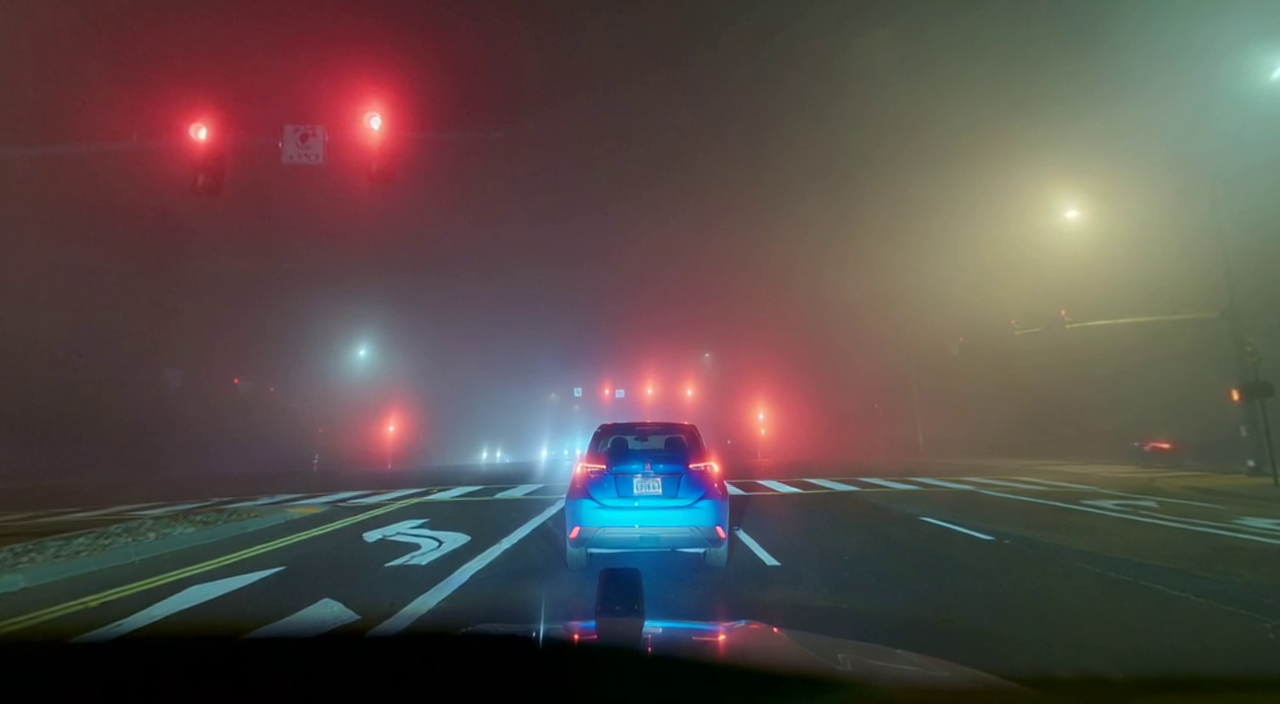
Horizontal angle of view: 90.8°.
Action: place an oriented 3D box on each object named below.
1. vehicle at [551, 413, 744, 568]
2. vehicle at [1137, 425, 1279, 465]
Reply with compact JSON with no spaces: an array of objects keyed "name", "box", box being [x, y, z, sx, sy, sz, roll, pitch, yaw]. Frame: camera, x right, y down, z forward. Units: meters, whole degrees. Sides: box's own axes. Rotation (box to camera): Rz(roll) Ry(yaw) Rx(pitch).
[{"name":"vehicle","box":[0.039,1.754,8.709,2.027,1.626,3.942,0,-8,-1]},{"name":"vehicle","box":[28.493,4.673,31.726,5.247,1.889,2.050,0,-8,1]}]
